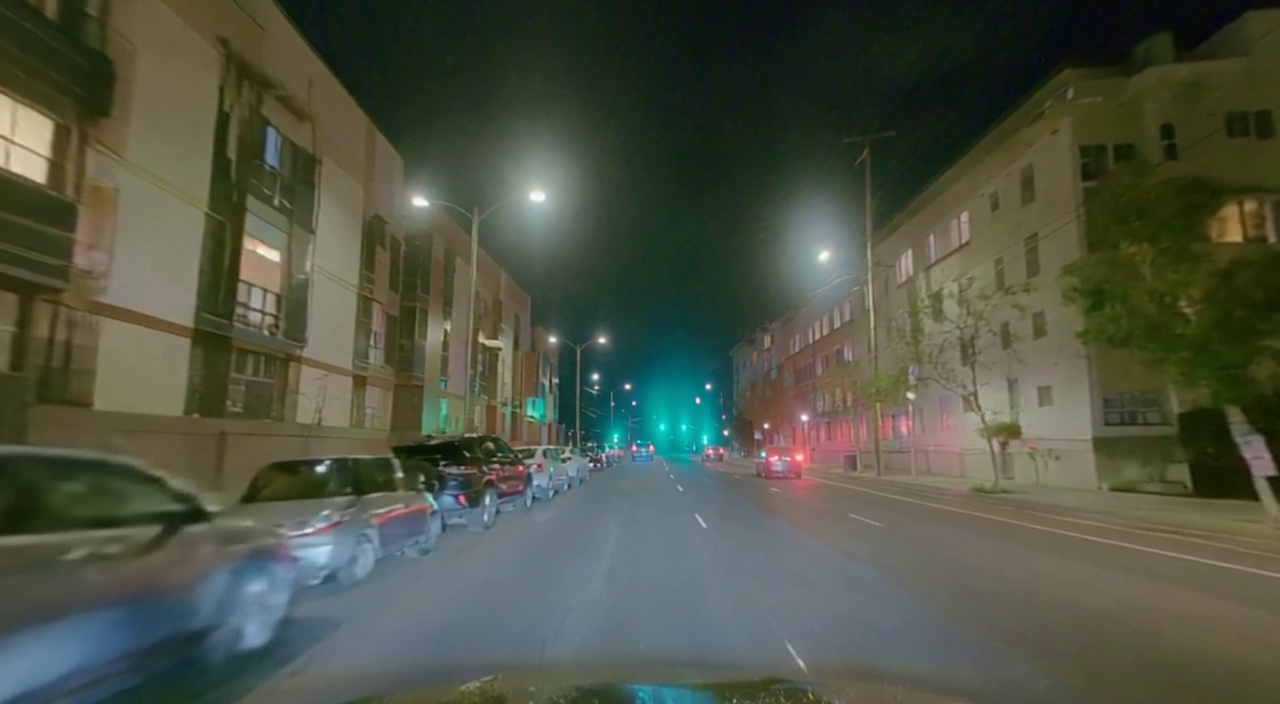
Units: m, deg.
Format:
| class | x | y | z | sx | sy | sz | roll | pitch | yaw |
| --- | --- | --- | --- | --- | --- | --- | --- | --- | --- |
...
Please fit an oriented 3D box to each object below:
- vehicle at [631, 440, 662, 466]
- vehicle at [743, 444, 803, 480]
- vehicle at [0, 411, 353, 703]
| class | x | y | z | sx | sy | sz | roll | pitch | yaw |
| --- | --- | --- | --- | --- | --- | --- | --- | --- | --- |
| vehicle | 0.497 | 7.071 | 44.324 | 2.122 | 1.689 | 3.885 | 0 | -8 | 2 |
| vehicle | 5.720 | 4.759 | 27.489 | 1.799 | 1.463 | 3.464 | 0 | -8 | -1 |
| vehicle | -3.215 | 1.026 | 2.712 | 1.810 | 1.473 | 4.232 | -1 | -8 | 2 |
